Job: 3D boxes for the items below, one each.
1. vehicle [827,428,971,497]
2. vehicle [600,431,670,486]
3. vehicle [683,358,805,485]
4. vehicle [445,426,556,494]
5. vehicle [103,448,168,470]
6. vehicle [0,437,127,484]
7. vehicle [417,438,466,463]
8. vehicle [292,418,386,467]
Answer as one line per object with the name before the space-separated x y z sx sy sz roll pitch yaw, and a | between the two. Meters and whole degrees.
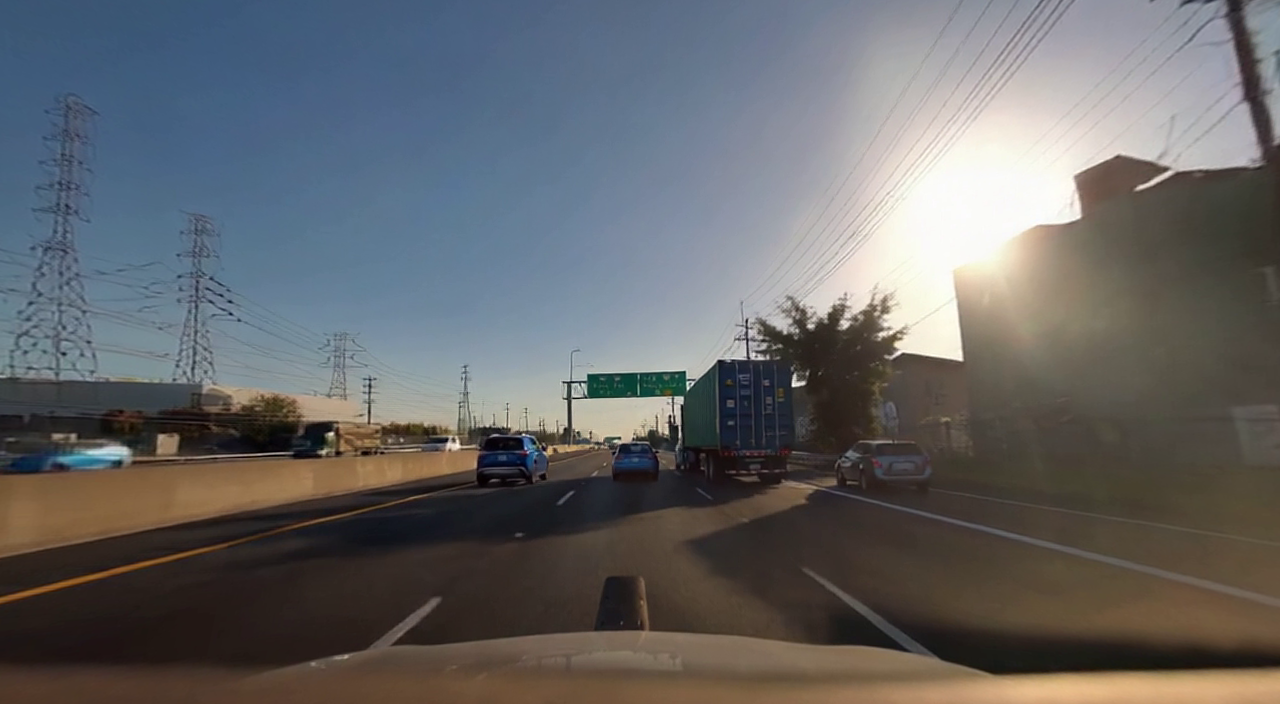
vehicle | 7.259 3.160 18.385 2.202 1.731 4.628 0 -9 0
vehicle | -0.182 3.618 21.704 2.191 1.685 4.015 0 -9 -1
vehicle | 3.755 3.169 26.703 2.800 4.039 13.179 0 -9 -1
vehicle | -4.070 3.269 19.426 2.264 1.804 4.584 0 -9 1
vehicle | -37.280 7.890 46.829 1.801 1.569 3.898 1 -9 -5
vehicle | -23.309 4.268 25.165 2.015 1.698 4.521 0 -9 -3
vehicle | -13.080 6.501 41.923 1.925 1.567 4.342 0 -9 -1
vehicle | -20.539 6.312 43.742 2.772 3.069 7.347 0 -9 1
